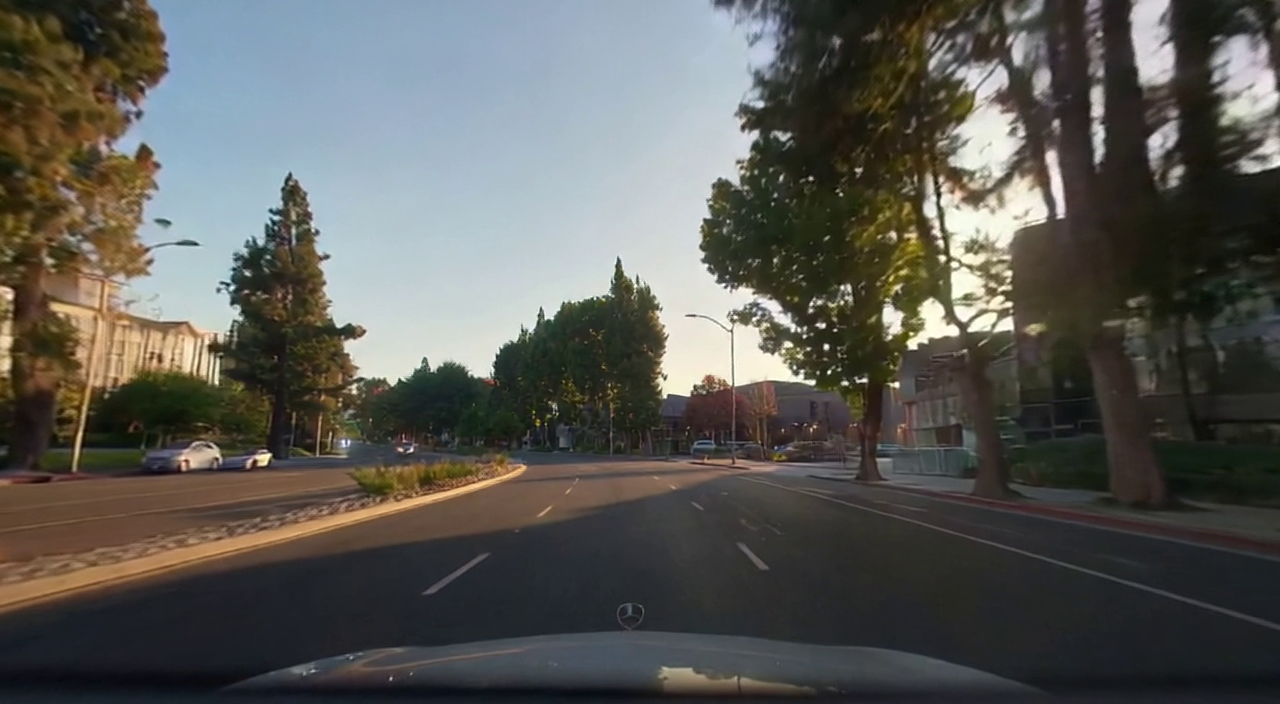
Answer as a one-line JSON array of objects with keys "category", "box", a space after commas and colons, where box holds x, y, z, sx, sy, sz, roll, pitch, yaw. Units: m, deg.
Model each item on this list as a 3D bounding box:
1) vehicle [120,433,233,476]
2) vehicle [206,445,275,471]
[{"category": "vehicle", "box": [-22.813, 5.061, 31.344, 2.387, 1.951, 4.827, 1, -9, -8]}, {"category": "vehicle", "box": [-23.741, 6.291, 37.639, 1.844, 1.452, 4.362, 1, -9, -9]}]
